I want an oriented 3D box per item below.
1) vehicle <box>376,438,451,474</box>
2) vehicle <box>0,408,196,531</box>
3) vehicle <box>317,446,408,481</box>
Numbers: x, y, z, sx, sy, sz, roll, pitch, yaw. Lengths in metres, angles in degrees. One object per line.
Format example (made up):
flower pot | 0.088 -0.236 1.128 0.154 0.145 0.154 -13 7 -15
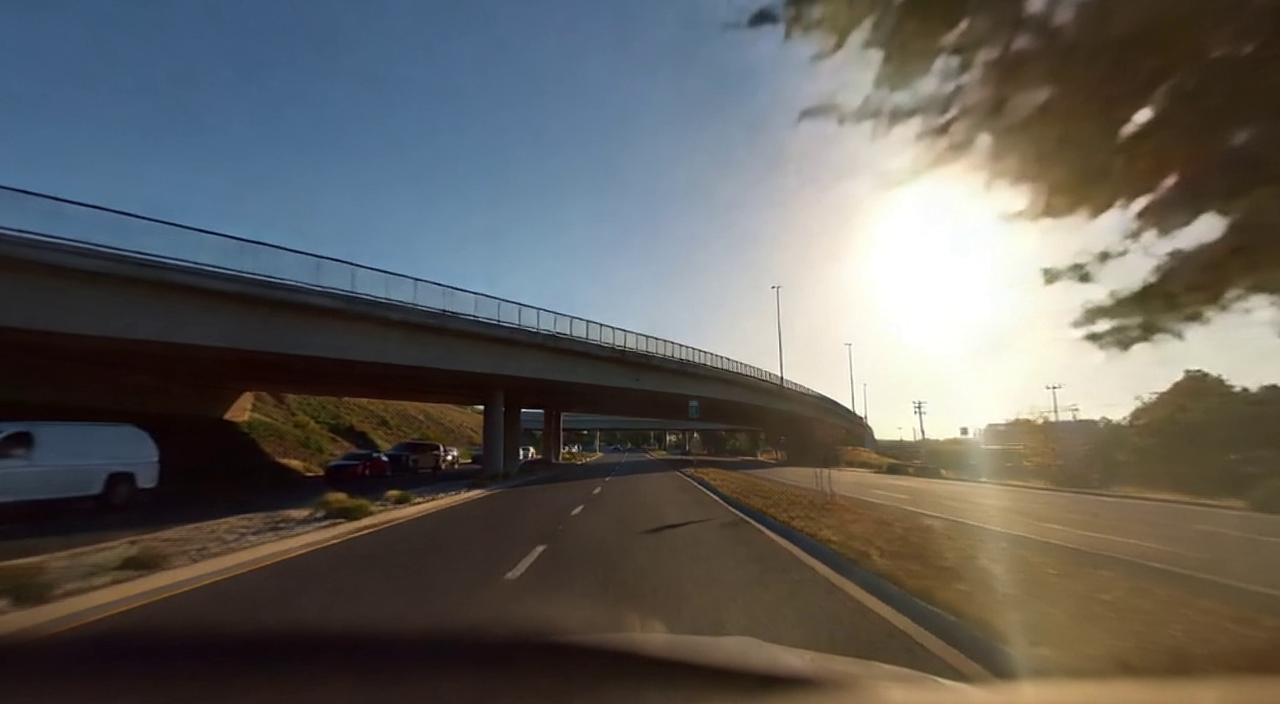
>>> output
vehicle | -12.969 6.014 36.699 2.064 1.809 5.545 3 -8 2
vehicle | -13.452 2.532 14.205 2.307 2.349 6.335 1 -8 -1
vehicle | -13.334 5.360 30.729 2.156 1.489 4.758 2 -8 1
